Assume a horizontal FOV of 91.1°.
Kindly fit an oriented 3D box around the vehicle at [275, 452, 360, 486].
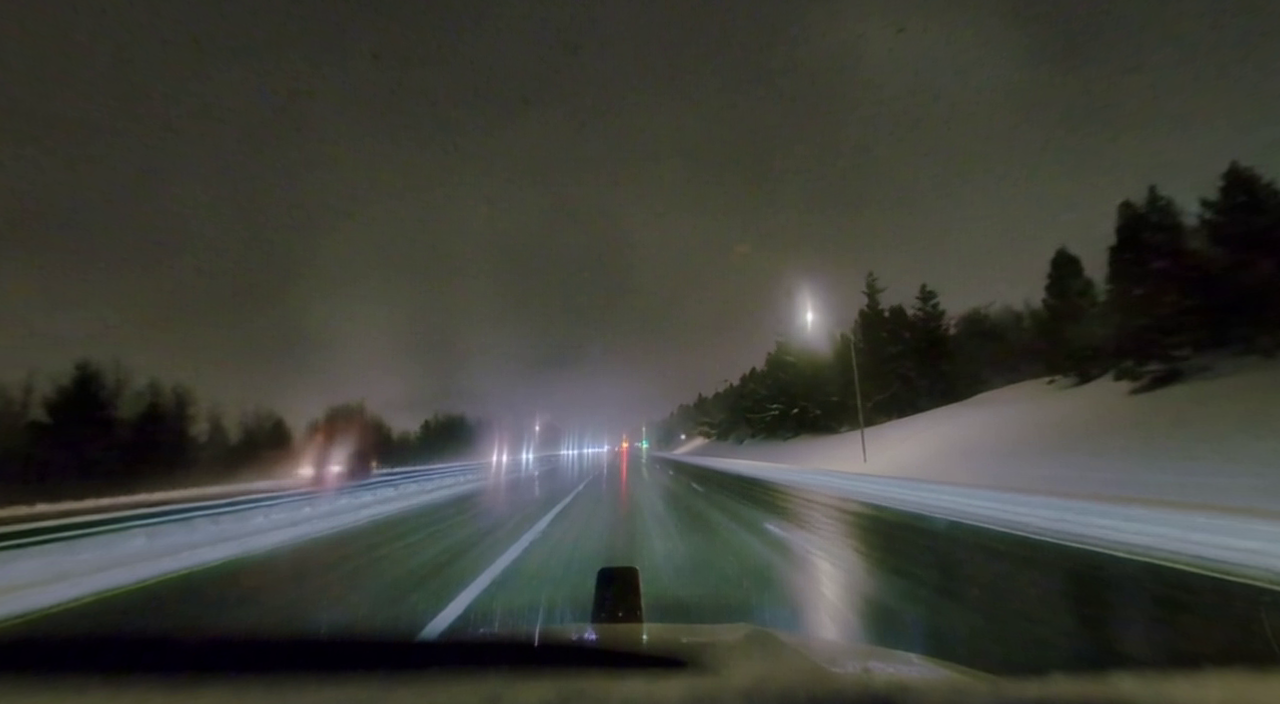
[{"bbox_3d":[-16.925,6.139,33.267,2.083,1.657,4.606,0,-9,-1],"label":"vehicle"}]
